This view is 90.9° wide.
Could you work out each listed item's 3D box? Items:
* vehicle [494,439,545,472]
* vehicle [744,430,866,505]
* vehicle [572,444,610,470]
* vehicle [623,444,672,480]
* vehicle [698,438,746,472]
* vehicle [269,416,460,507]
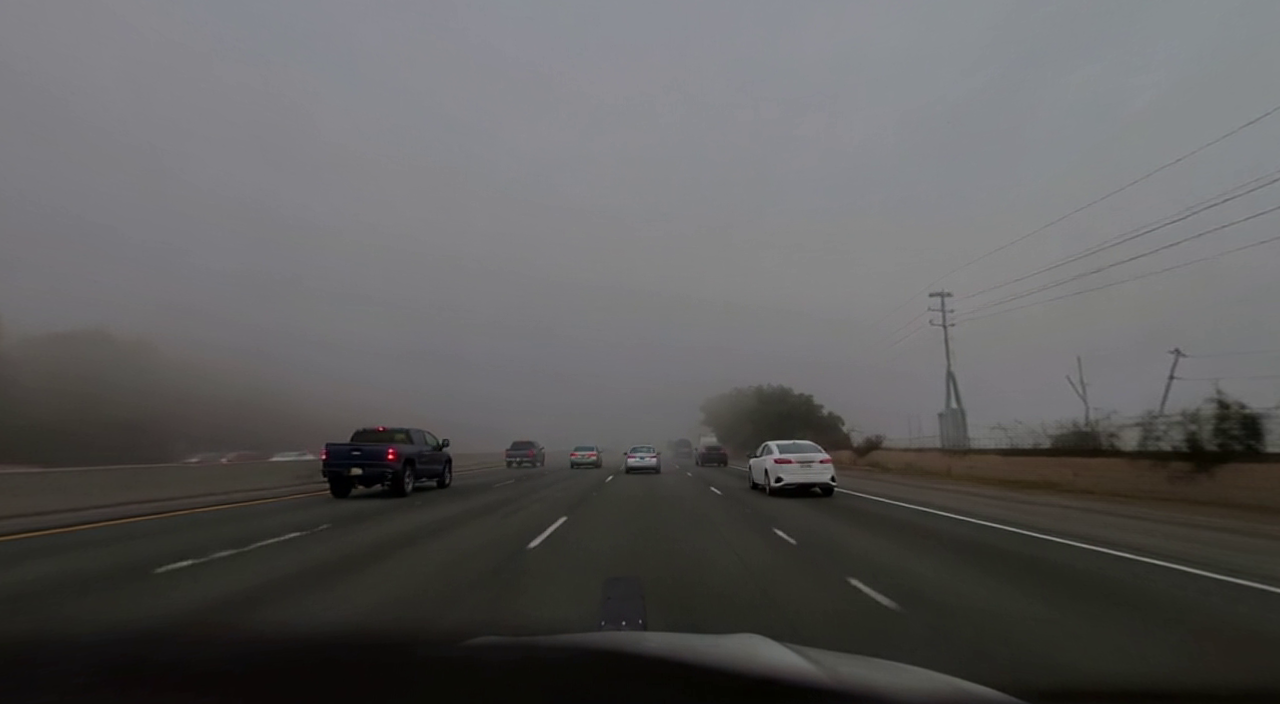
[{"bbox_3d":[-6.654,5.769,35.266,1.978,1.680,4.263,0,-9,1],"label":"vehicle"},{"bbox_3d":[4.108,2.949,16.557,2.002,1.691,4.290,0,-9,0],"label":"vehicle"},{"bbox_3d":[-2.917,6.375,38.538,1.904,1.479,4.274,0,-9,1],"label":"vehicle"},{"bbox_3d":[0.319,4.735,27.488,1.966,1.444,3.986,0,-8,0],"label":"vehicle"},{"bbox_3d":[4.593,5.842,36.066,2.195,1.778,4.455,0,-8,1],"label":"vehicle"},{"bbox_3d":[-6.801,2.807,16.586,2.269,1.936,5.777,0,-8,1],"label":"vehicle"}]
